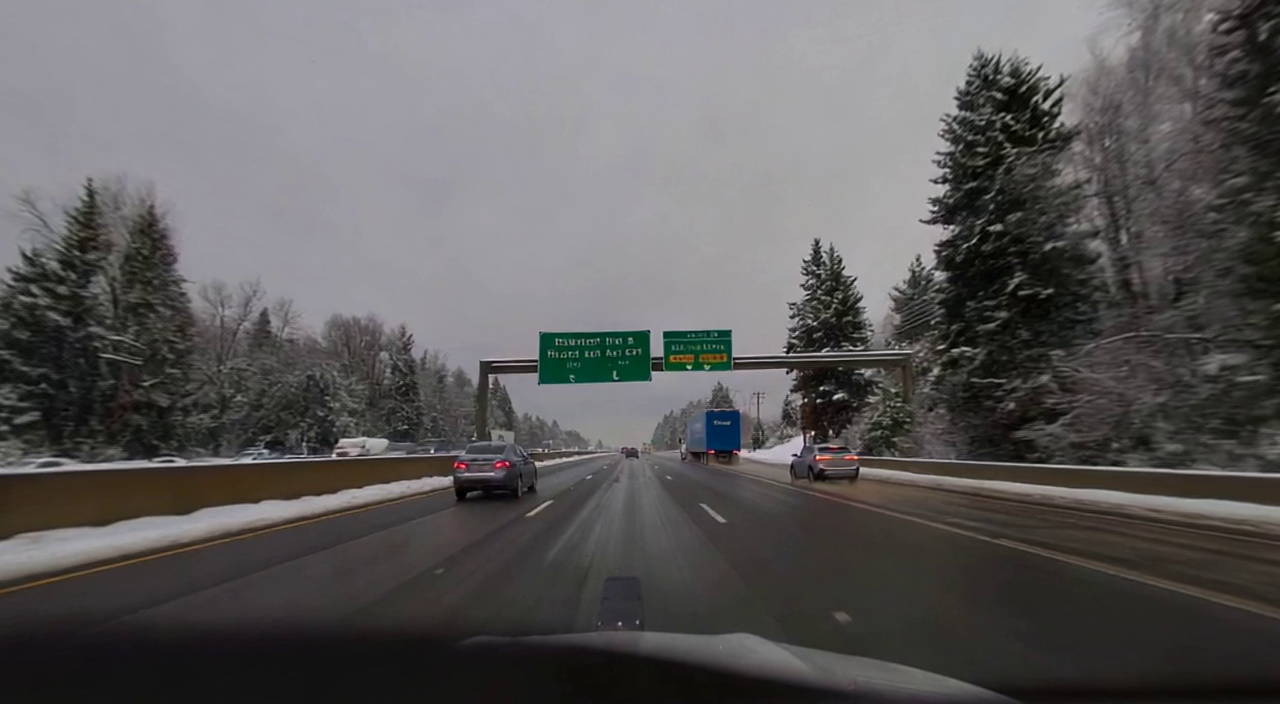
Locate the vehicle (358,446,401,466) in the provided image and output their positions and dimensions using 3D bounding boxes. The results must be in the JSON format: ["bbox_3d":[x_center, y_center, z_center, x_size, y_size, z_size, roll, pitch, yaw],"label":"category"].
[{"bbox_3d":[-19.879,7.953,48.339,1.847,1.440,3.572,0,-9,-1],"label":"vehicle"}]

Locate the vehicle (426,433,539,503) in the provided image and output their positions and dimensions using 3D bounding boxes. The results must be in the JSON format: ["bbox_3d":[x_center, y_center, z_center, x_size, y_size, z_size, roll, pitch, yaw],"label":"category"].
[{"bbox_3d":[-4.087,3.088,17.178,2.027,1.651,4.099,0,-9,0],"label":"vehicle"}]

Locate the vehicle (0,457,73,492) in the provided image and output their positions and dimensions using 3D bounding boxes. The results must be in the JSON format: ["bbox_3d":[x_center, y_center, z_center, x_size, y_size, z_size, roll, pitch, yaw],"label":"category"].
[{"bbox_3d":[-26.635,5.172,26.867,1.707,1.364,3.608,0,-9,-3],"label":"vehicle"}]

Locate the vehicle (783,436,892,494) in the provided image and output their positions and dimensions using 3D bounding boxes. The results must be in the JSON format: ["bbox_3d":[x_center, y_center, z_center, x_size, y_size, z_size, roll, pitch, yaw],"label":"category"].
[{"bbox_3d":[6.217,3.602,20.502,1.991,1.647,4.409,0,-9,-1],"label":"vehicle"}]
